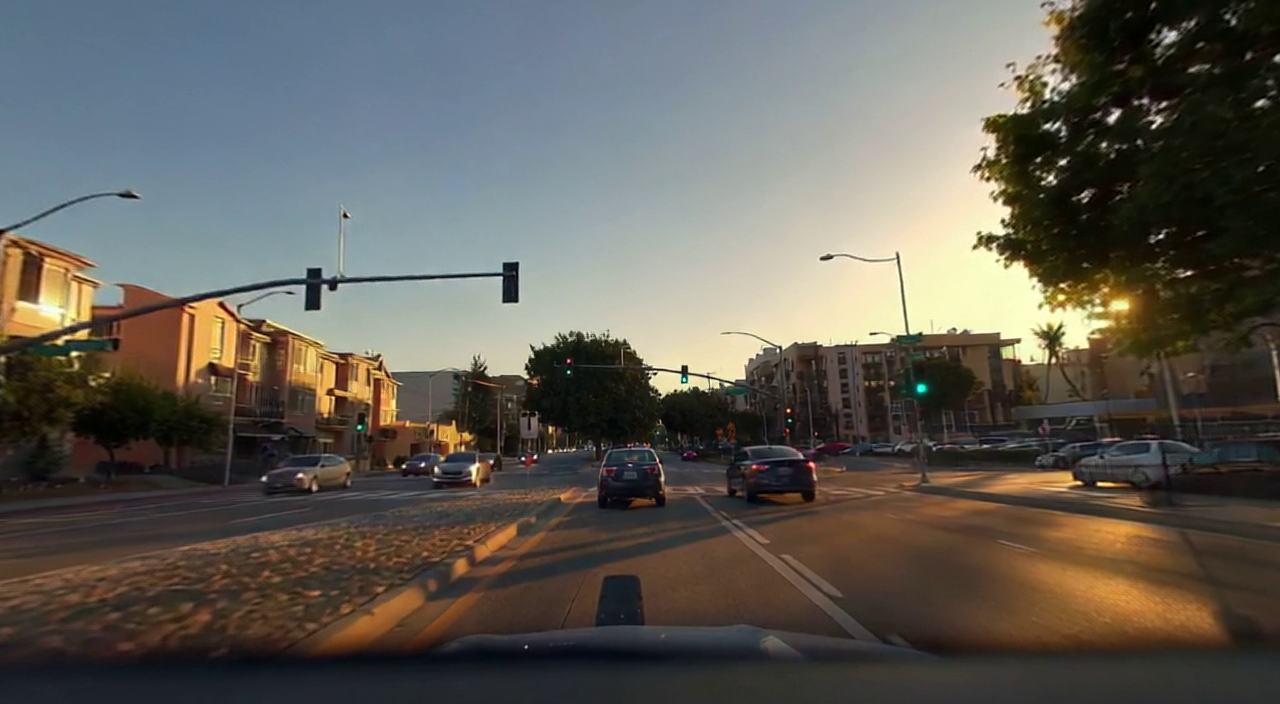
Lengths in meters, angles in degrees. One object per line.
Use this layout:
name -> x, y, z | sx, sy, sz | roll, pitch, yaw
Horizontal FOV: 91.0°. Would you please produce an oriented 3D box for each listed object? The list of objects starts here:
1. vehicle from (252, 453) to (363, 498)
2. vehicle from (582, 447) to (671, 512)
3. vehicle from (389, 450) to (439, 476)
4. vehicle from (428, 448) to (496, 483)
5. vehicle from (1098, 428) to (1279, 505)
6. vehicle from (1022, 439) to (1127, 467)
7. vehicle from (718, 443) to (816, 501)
vehicle -> -12.362, 4.579, 23.720 | 1.904, 1.475, 4.068 | 0, -9, 1
vehicle -> -0.326, 3.182, 16.248 | 2.010, 1.447, 4.121 | 0, -9, -1
vehicle -> -15.996, 7.842, 44.684 | 1.922, 1.717, 4.366 | 0, -9, 0
vehicle -> -8.571, 5.460, 30.675 | 1.966, 1.571, 4.479 | 0, -9, 1
vehicle -> 13.059, 2.582, 14.563 | 1.887, 1.504, 3.898 | 0, -9, -2
vehicle -> 25.973, 6.042, 37.781 | 4.665, 1.612, 1.937 | -1, -9, 8
vehicle -> 3.616, 3.478, 18.673 | 2.023, 1.506, 3.816 | 0, -9, -1
